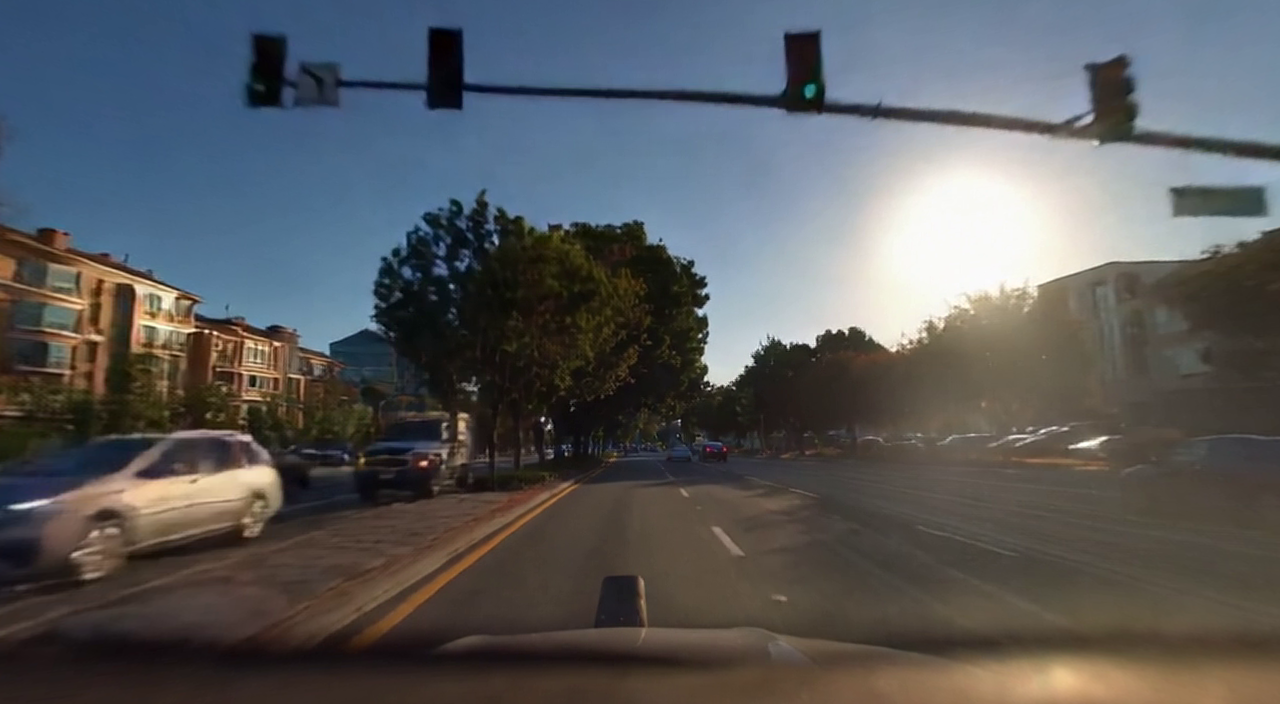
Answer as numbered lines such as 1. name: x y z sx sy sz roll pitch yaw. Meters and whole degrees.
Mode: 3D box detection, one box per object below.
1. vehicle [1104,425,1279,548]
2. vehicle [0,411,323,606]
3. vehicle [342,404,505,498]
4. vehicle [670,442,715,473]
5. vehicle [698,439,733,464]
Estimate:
1. vehicle: 9.398 1.918 9.274 1.798 1.621 4.304 0 -8 -1
2. vehicle: -5.659 1.588 7.170 1.986 1.502 4.224 -4 -8 0
3. vehicle: -5.697 2.752 17.771 2.425 2.167 5.888 0 -8 1
4. vehicle: 2.766 5.688 34.275 1.917 1.538 4.259 0 -8 -2
5. vehicle: 5.712 7.584 48.224 1.946 1.773 4.641 0 -8 -2
